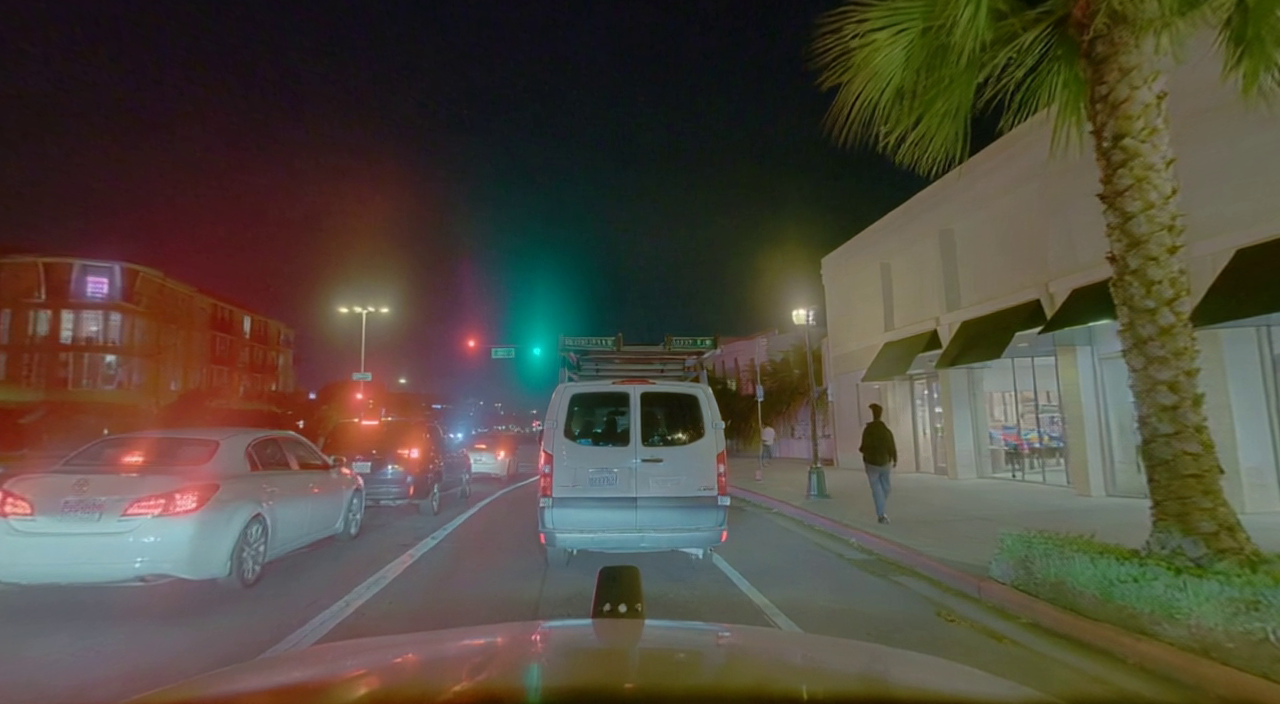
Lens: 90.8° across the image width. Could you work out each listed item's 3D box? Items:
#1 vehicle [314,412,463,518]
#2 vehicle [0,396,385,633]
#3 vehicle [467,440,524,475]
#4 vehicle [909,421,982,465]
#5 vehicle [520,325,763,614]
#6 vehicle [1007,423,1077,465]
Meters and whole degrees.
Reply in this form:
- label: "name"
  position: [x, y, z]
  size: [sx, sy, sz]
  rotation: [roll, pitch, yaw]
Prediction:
- label: "vehicle"
  position: [-5.211, 2.407, 13.896]
  size: [2.089, 1.854, 5.022]
  rotation: [2, -9, -11]
- label: "vehicle"
  position: [-4.399, 1.466, 6.657]
  size: [1.986, 1.643, 4.315]
  rotation: [1, -9, -6]
- label: "vehicle"
  position: [-6.833, 4.894, 29.573]
  size: [1.818, 1.479, 4.428]
  rotation: [4, -9, -22]
- label: "vehicle"
  position: [12.649, 3.763, 26.046]
  size: [2.046, 1.675, 3.924]
  rotation: [-6, -10, 33]
- label: "vehicle"
  position: [-0.197, 1.220, 7.178]
  size: [1.902, 2.238, 4.263]
  rotation: [1, -9, -6]
- label: "vehicle"
  position: [15.789, 3.620, 24.725]
  size: [2.048, 1.475, 3.972]
  rotation: [-6, -10, 34]
